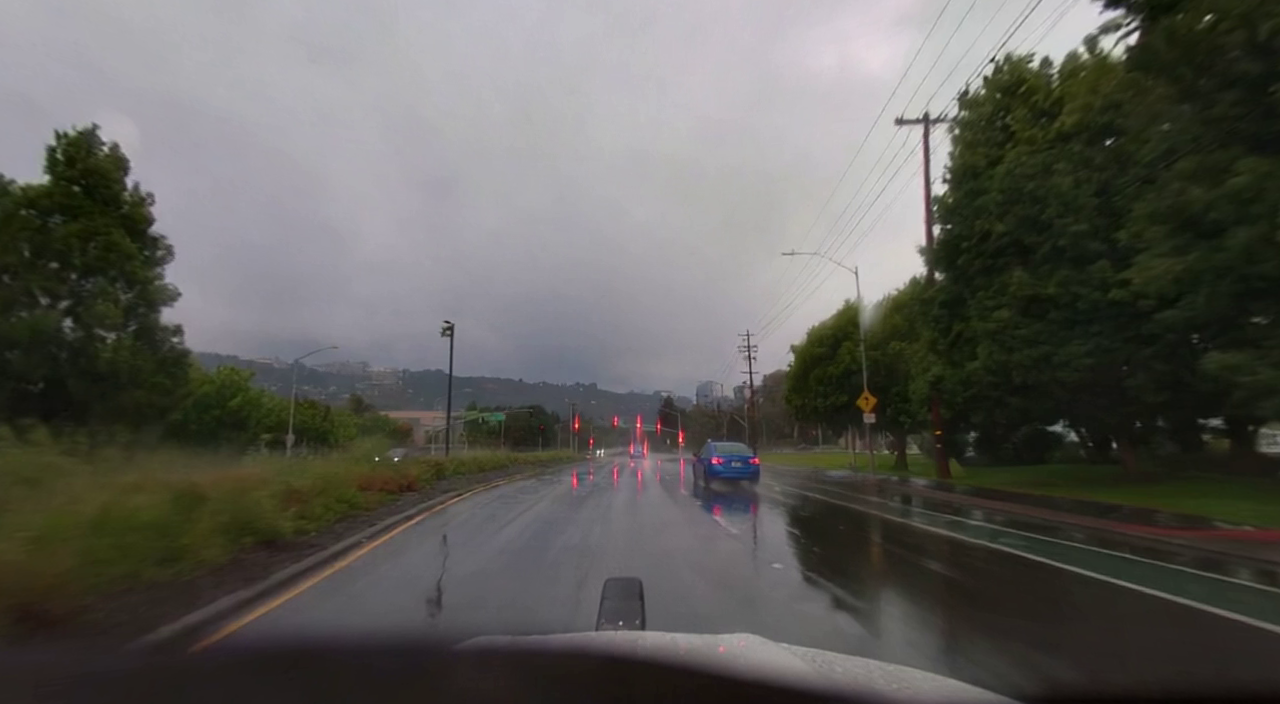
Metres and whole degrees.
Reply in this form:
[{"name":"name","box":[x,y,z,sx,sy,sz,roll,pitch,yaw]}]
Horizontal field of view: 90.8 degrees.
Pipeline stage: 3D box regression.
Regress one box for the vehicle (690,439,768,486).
[{"name":"vehicle","box":[2.994,3.834,22.264,2.004,1.448,4.263,0,-8,-2]}]
